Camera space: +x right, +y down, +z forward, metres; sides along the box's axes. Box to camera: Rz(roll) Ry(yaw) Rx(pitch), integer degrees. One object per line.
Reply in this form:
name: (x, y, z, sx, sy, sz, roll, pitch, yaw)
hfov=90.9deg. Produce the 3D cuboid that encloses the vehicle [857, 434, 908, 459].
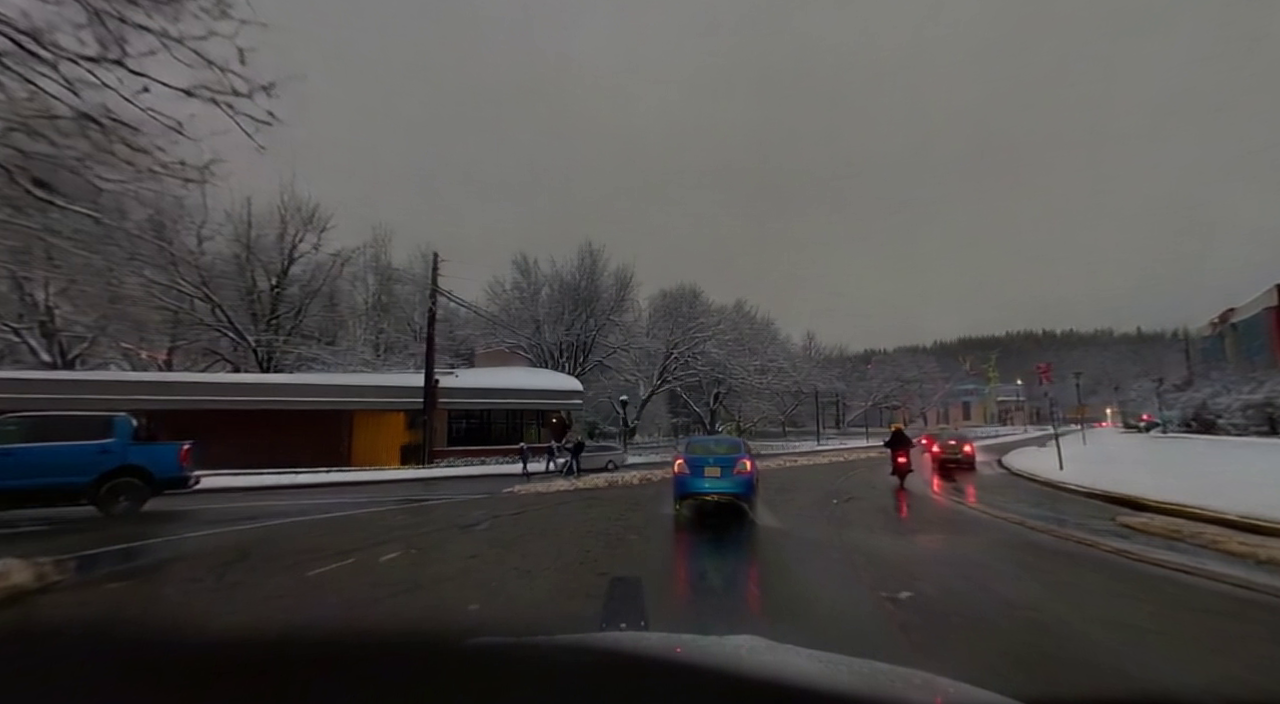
vehicle: (17.791, 6.910, 46.117, 2.170, 1.658, 4.215, -7, -11, 39)

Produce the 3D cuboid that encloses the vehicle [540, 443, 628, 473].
vehicle: (-2.835, 5.495, 32.979, 1.852, 1.452, 4.759, -7, -11, 38)

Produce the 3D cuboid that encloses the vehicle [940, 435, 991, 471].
vehicle: (15.025, 4.621, 28.992, 1.822, 1.555, 3.574, -5, -10, 30)

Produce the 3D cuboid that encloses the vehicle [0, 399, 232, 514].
vehicle: (-15.709, 2.806, 17.158, 2.287, 2.780, 7.166, -7, -10, 36)

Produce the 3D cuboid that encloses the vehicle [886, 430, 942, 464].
vehicle: (15.815, 5.473, 36.253, 2.212, 1.790, 4.768, -5, -10, 31)

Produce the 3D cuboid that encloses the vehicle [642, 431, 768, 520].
vehicle: (1.392, 2.399, 12.762, 2.118, 1.480, 3.949, -2, -8, 8)
